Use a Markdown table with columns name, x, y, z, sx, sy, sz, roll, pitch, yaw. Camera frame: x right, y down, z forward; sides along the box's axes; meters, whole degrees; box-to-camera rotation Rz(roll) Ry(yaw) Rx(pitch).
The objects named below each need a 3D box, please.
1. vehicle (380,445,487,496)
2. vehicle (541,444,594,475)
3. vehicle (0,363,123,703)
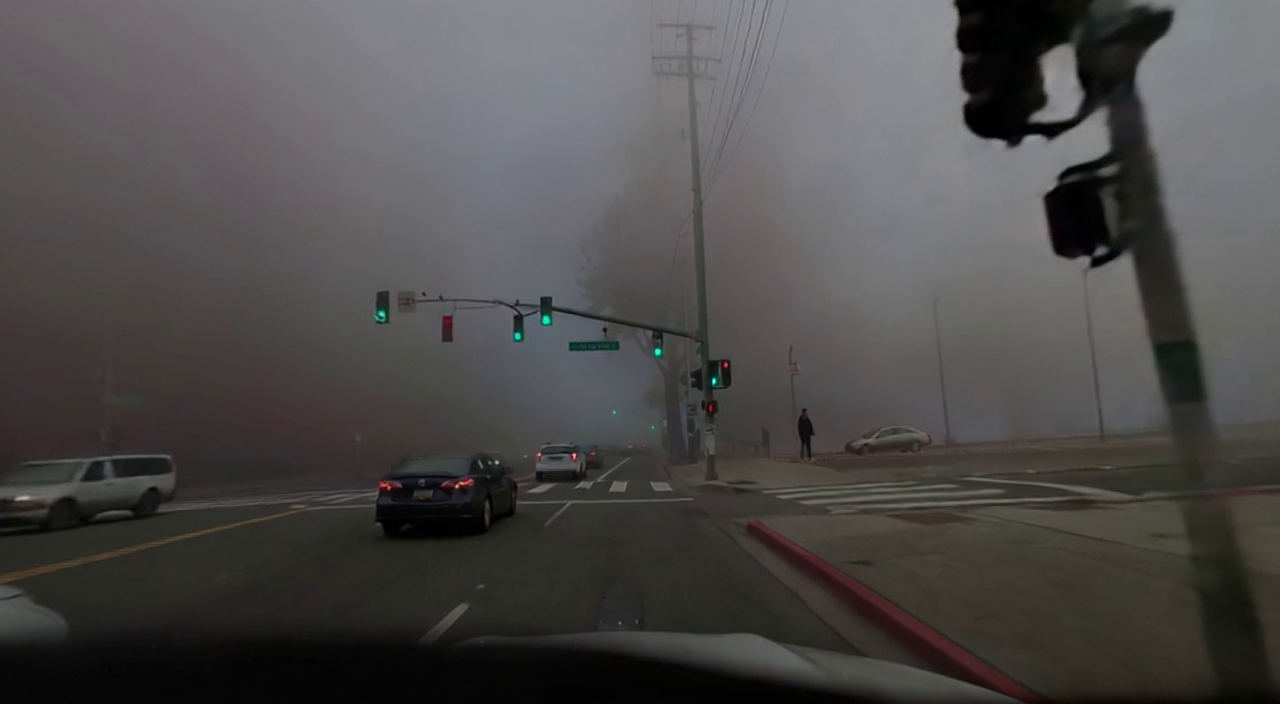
| name | x | y | z | sx | sy | sz | roll | pitch | yaw |
| --- | --- | --- | --- | --- | --- | --- | --- | --- | --- |
| vehicle | -6.586 | 3.818 | 20.711 | 1.960 | 1.479 | 4.654 | 0 | -9 | 0 |
| vehicle | -3.626 | 5.472 | 32.254 | 2.147 | 1.472 | 4.406 | 0 | -9 | 1 |
| vehicle | -3.418 | 0.615 | 0.558 | 2.042 | 1.673 | 4.516 | 0 | -9 | 0 |
